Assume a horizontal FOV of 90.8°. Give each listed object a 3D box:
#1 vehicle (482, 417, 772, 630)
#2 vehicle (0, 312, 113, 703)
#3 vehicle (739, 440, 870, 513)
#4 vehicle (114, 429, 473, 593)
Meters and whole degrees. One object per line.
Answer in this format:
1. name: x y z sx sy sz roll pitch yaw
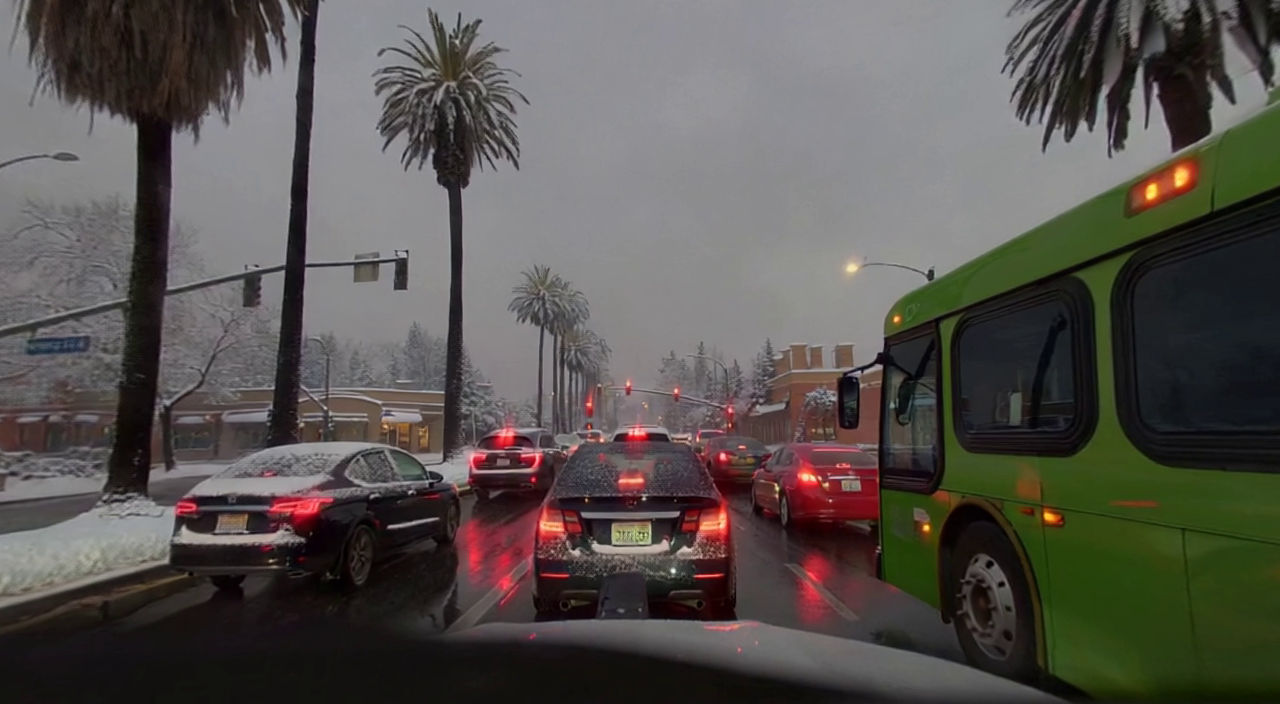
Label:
1. vehicle: -0.101 1.517 6.493 2.060 1.499 3.831 0 -9 0
2. vehicle: -3.566 0.464 0.340 2.145 1.824 4.974 0 -9 2
3. vehicle: 3.712 2.879 15.149 1.989 1.467 4.364 0 -9 1
4. vehicle: -3.613 1.718 7.697 1.919 1.415 4.178 0 -9 1
